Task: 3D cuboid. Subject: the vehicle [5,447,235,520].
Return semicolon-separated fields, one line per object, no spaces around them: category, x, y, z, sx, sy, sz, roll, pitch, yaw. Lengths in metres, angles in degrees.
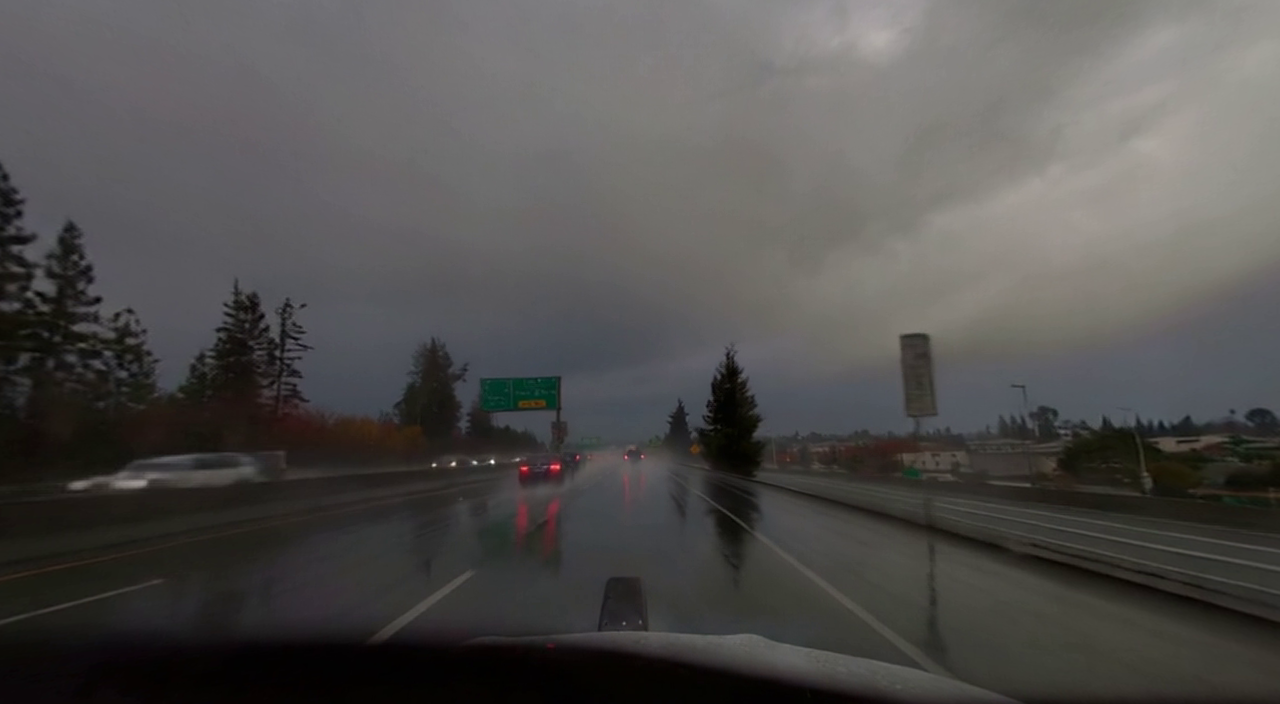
vehicle;-13.657;3.420;17.106;2.105;1.676;4.777;0;-8;0

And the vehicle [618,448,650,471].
vehicle;-0.451;7.373;43.572;2.100;1.471;3.956;0;-8;-1

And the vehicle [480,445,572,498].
vehicle;-3.524;3.766;20.429;2.067;1.509;4.551;0;-8;1
